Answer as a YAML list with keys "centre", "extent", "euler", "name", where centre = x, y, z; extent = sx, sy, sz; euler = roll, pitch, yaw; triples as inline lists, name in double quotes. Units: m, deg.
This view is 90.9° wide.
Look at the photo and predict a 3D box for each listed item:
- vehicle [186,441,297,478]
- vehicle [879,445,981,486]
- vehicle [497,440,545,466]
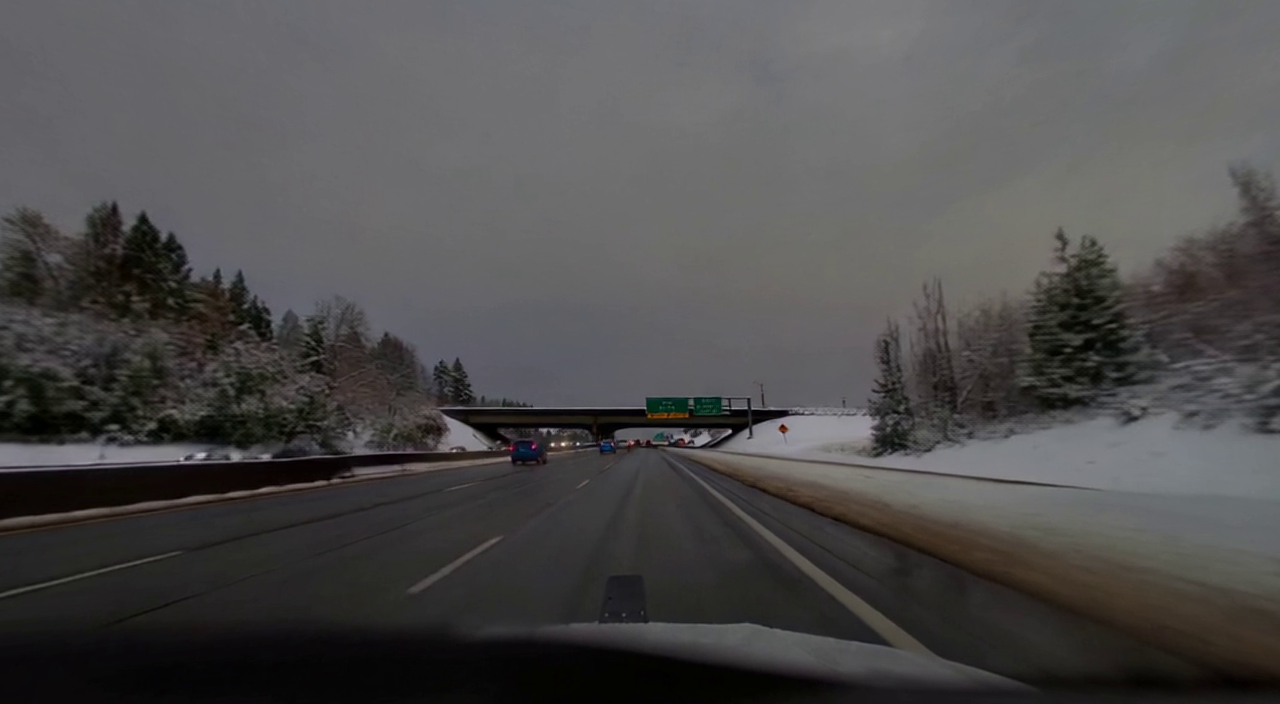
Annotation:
- centre: [-17.842, 4.801, 28.548]
  extent: [1.909, 1.530, 4.596]
  euler: [0, -8, 1]
  name: "vehicle"
- centre: [11.891, 4.641, 26.198]
  extent: [2.000, 1.515, 4.188]
  euler: [1, -8, -4]
  name: "vehicle"
- centre: [-7.118, 6.078, 38.069]
  extent: [1.987, 1.486, 4.174]
  euler: [0, -8, 2]
  name: "vehicle"
